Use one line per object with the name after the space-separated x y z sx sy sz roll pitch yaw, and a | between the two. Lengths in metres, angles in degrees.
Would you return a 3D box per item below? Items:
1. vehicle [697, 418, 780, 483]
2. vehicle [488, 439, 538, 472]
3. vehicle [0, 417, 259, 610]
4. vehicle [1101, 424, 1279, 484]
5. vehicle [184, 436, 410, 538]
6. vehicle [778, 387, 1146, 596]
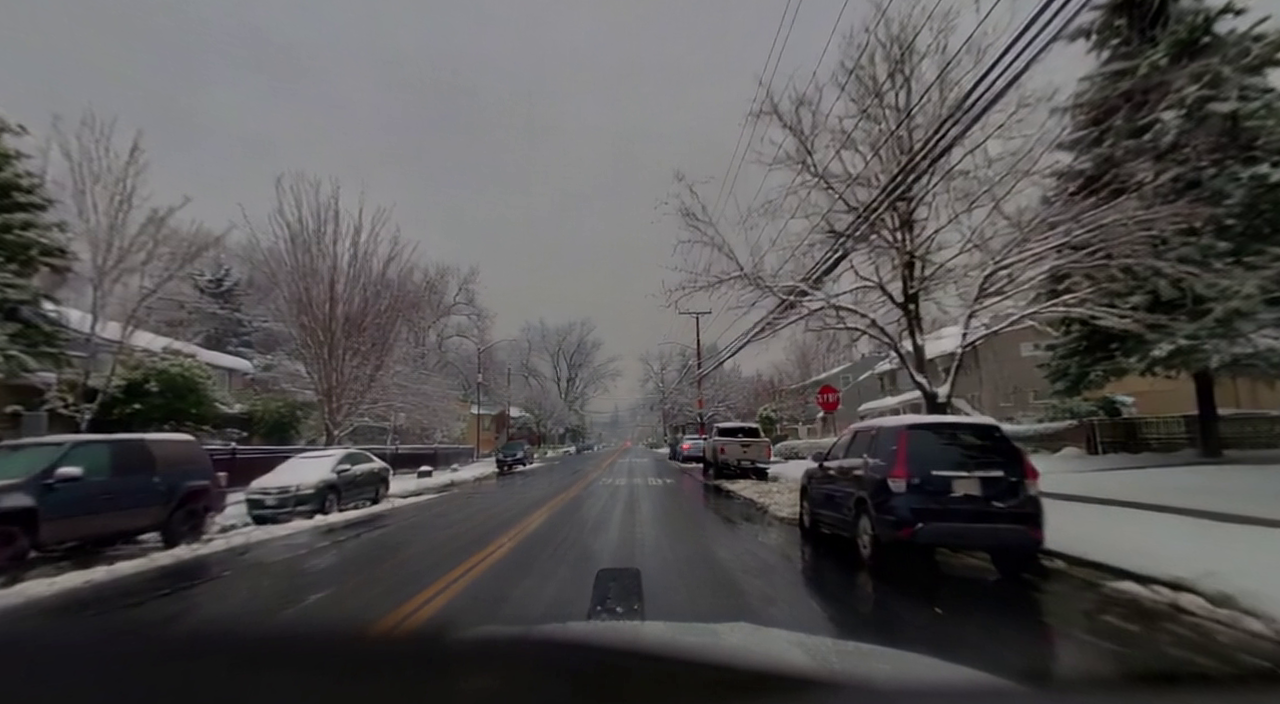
3.412 3.580 23.190 2.111 2.054 5.748 0 -8 0 | vehicle
-7.419 6.177 37.347 1.980 1.664 4.342 -5 -11 0 | vehicle
-7.124 1.787 7.722 2.058 1.814 4.624 0 -8 -1 | vehicle
16.018 2.863 17.870 4.369 1.469 1.924 -2 -9 0 | vehicle
-6.758 2.729 13.165 2.086 1.516 4.568 -6 -10 1 | vehicle
3.195 1.481 7.545 2.069 1.750 4.294 0 -8 -1 | vehicle
